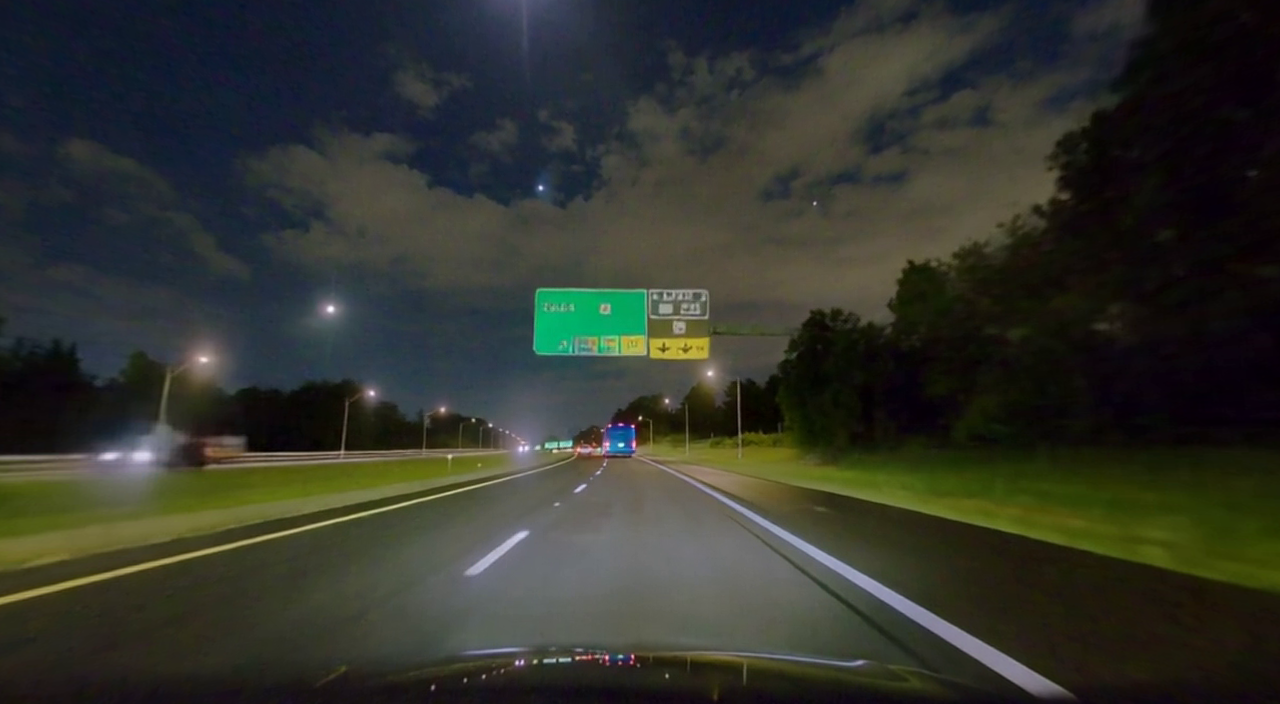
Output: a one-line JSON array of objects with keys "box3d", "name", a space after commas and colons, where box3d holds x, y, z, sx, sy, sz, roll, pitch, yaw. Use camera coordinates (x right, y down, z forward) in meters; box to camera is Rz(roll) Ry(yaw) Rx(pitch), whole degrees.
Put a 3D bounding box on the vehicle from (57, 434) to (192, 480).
[{"box3d": [-19.631, 4.025, 24.260, 1.810, 1.612, 4.003, 0, -9, -1], "name": "vehicle"}]
